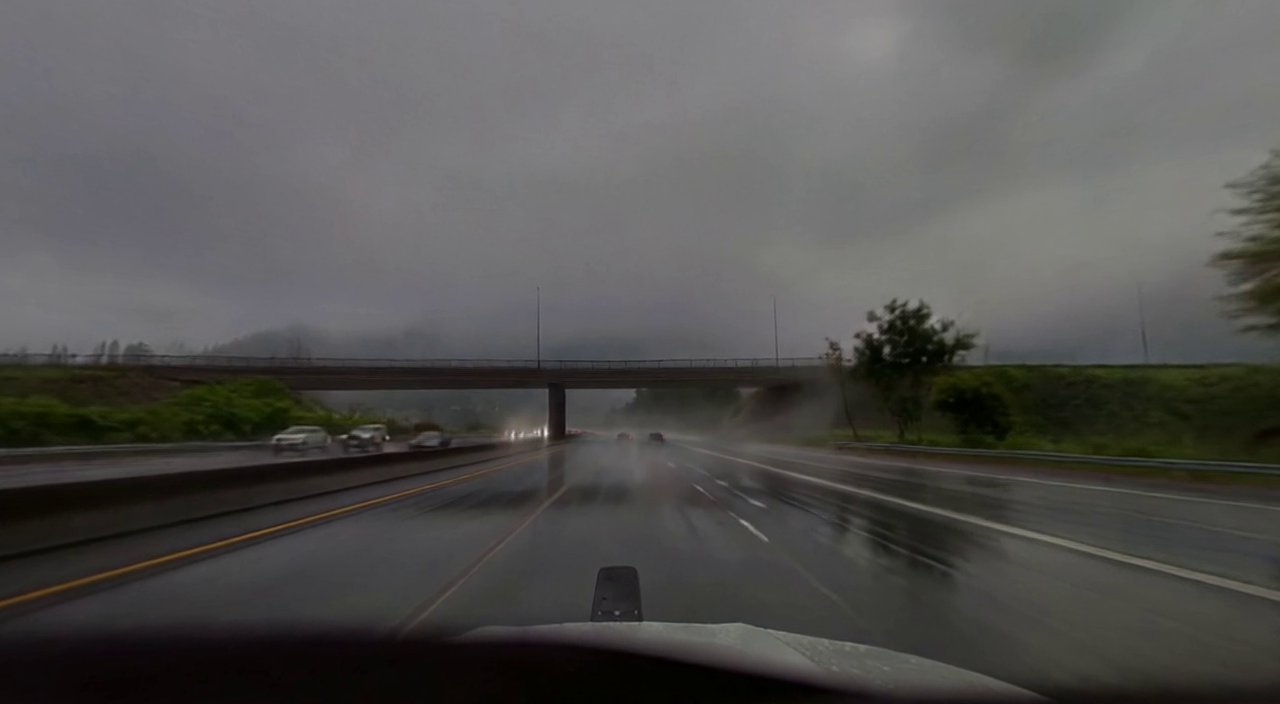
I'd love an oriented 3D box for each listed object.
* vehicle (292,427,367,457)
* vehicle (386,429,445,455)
[{"bbox_3d":[-17.446,5.093,35.625,2.020,1.560,4.520,0,-8,-1],"label":"vehicle"},{"bbox_3d":[-13.888,5.596,39.199,1.946,1.529,4.955,0,-8,-1],"label":"vehicle"}]
